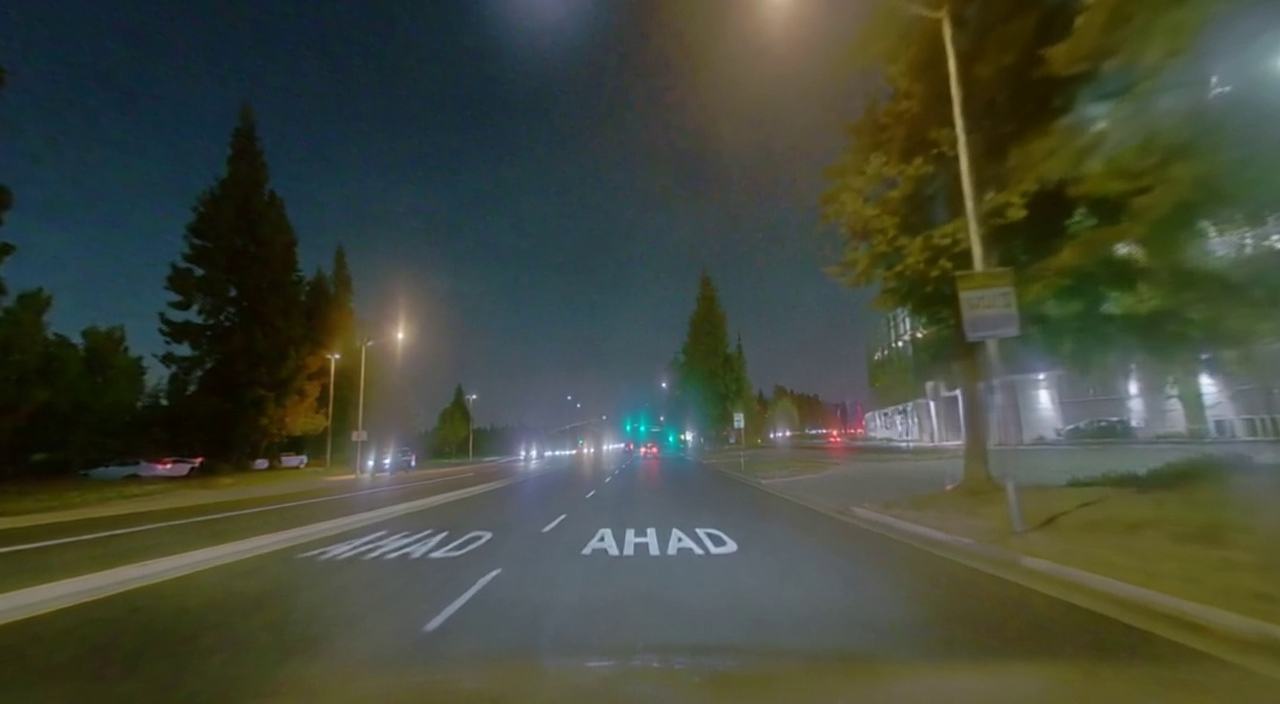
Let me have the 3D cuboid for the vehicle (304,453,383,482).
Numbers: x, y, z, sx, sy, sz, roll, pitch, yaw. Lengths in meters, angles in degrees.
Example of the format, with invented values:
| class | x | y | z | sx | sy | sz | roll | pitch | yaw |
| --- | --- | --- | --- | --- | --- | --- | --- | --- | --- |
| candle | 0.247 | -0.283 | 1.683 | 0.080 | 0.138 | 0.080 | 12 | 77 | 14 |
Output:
| class | x | y | z | sx | sy | sz | roll | pitch | yaw |
| --- | --- | --- | --- | --- | --- | --- | --- | --- | --- |
| vehicle | -17.151 | 6.679 | 36.586 | 1.955 | 1.486 | 5.112 | -1 | -8 | 2 |

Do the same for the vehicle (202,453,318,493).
| class | x | y | z | sx | sy | sz | roll | pitch | yaw |
| --- | --- | --- | --- | --- | --- | --- | --- | --- | --- |
| vehicle | -17.090 | 5.429 | 28.612 | 2.014 | 1.515 | 5.027 | -1 | -8 | 2 |

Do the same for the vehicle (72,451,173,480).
| class | x | y | z | sx | sy | sz | roll | pitch | yaw |
| --- | --- | --- | --- | --- | --- | --- | --- | --- | --- |
| vehicle | -28.079 | 6.145 | 34.159 | 3.759 | 1.462 | 1.873 | 1 | -8 | -3 |

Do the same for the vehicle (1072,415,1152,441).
| class | x | y | z | sx | sy | sz | roll | pitch | yaw |
| --- | --- | --- | --- | --- | --- | --- | --- | --- | --- |
| vehicle | 30.046 | 4.909 | 40.139 | 1.829 | 1.496 | 4.642 | -1 | -8 | 5 |

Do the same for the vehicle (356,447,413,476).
| class | x | y | z | sx | sy | sz | roll | pitch | yaw |
| --- | --- | --- | --- | --- | --- | --- | --- | --- | --- |
| vehicle | -17.045 | 7.290 | 42.119 | 1.998 | 1.724 | 4.486 | -3 | -9 | 0 |
